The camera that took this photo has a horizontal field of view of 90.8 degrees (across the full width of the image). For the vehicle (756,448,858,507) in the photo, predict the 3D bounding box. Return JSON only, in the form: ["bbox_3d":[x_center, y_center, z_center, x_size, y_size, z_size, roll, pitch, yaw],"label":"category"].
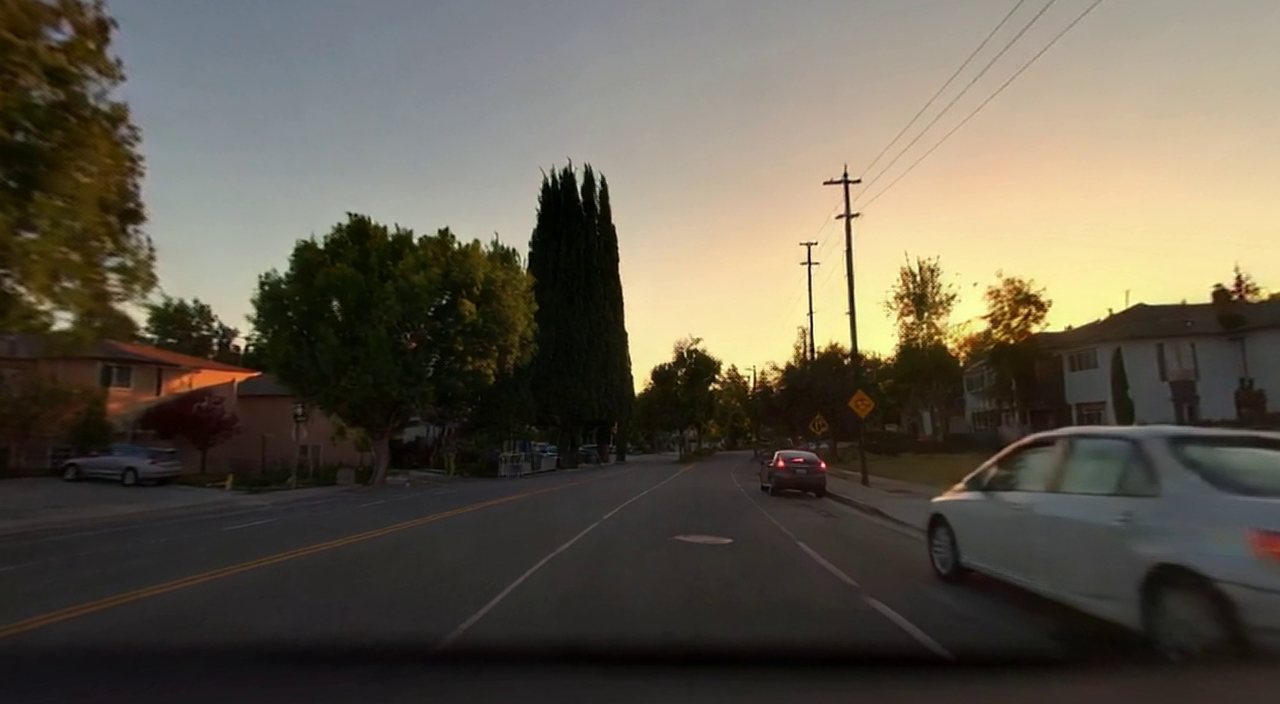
[{"bbox_3d":[4.621,3.516,18.227,1.993,1.457,4.599,-1,-9,4],"label":"vehicle"}]

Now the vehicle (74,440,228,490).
[{"bbox_3d":[-21.690,5.033,28.205,5.134,2.110,2.040,0,-9,1],"label":"vehicle"}]

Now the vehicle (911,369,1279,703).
[{"bbox_3d":[3.808,1.216,4.352,1.989,1.782,4.351,0,-9,1],"label":"vehicle"}]
